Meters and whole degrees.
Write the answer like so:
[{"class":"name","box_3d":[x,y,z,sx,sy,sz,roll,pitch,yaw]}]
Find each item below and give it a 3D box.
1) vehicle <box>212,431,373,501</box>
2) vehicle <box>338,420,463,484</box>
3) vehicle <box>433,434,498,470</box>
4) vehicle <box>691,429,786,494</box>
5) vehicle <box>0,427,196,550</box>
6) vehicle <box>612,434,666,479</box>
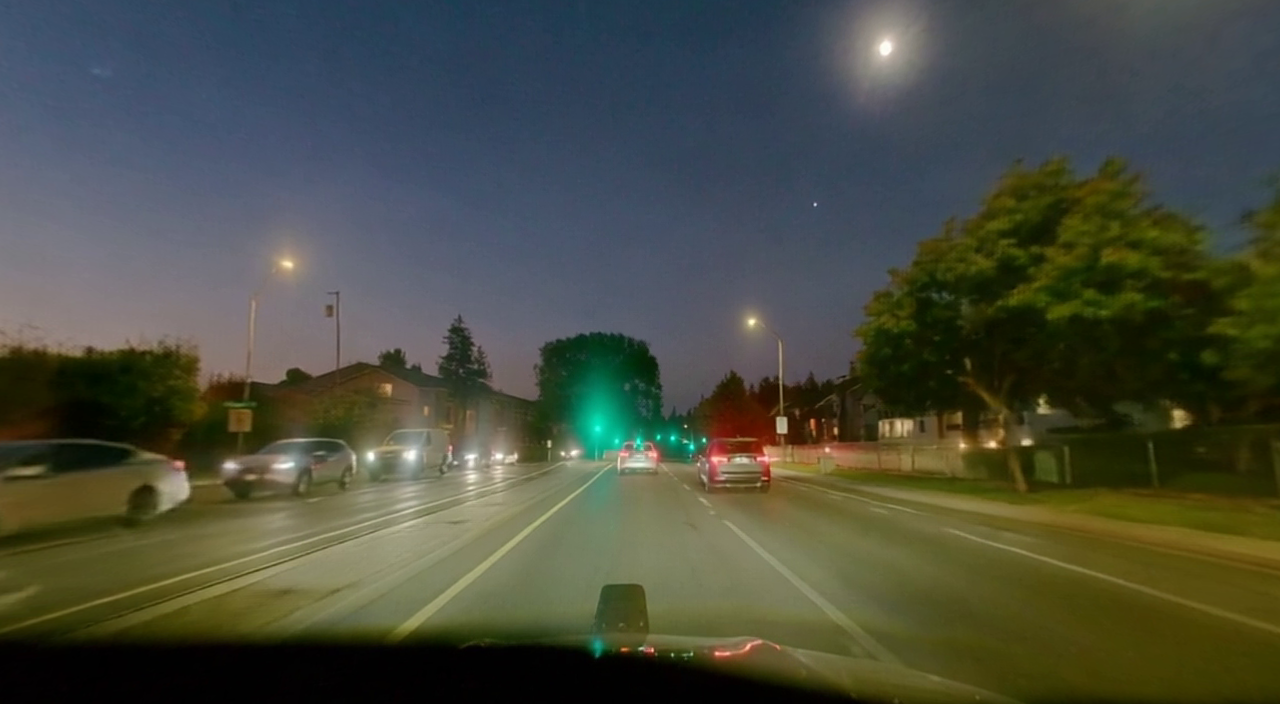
[{"class":"vehicle","box_3d":[-9.288,3.054,17.359,1.988,1.663,4.316,0,-8,-1]},{"class":"vehicle","box_3d":[-9.055,3.883,24.784,2.037,2.113,7.185,0,-8,1]},{"class":"vehicle","box_3d":[-9.091,5.270,33.353,1.893,1.735,5.318,0,-8,0]},{"class":"vehicle","box_3d":[2.934,3.379,19.792,2.166,1.799,4.372,0,-8,-1]},{"class":"vehicle","box_3d":[-9.022,1.828,8.688,2.140,1.510,5.005,0,-8,0]},{"class":"vehicle","box_3d":[-0.069,4.606,28.001,2.185,1.822,4.391,0,-8,-1]}]
